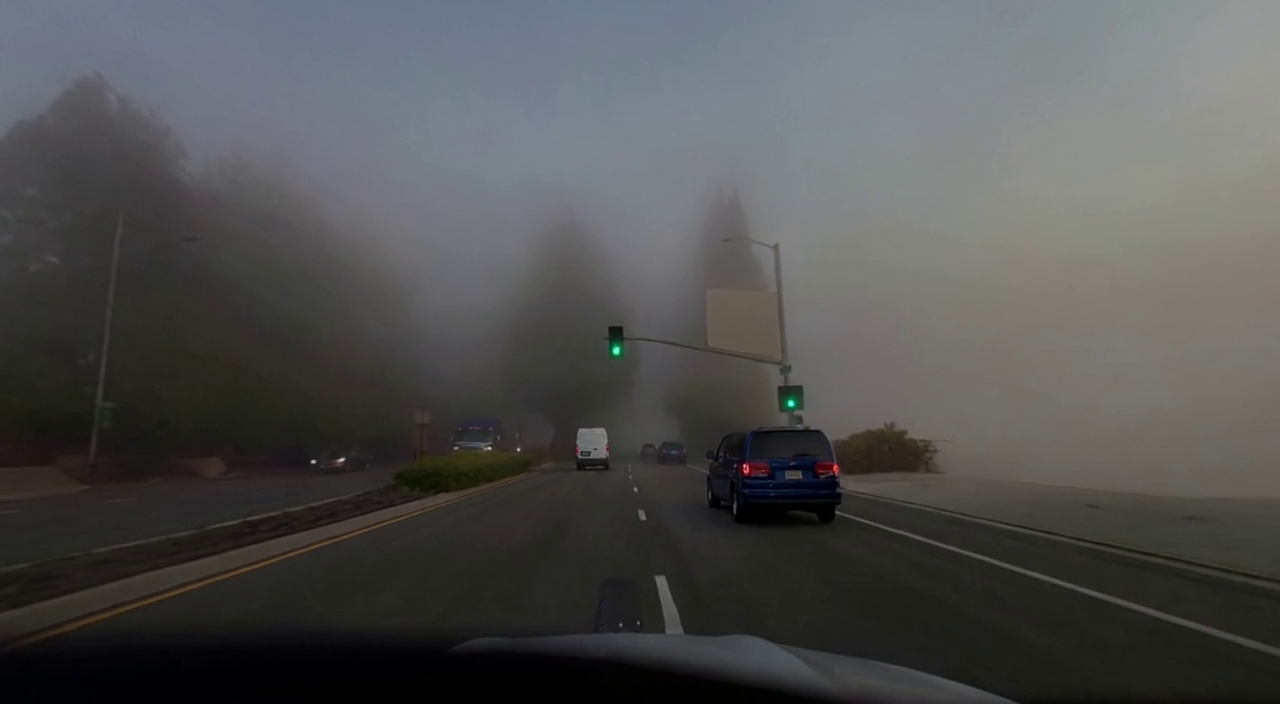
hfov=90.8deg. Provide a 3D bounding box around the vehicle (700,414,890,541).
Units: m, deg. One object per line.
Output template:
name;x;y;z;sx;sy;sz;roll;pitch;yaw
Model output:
vehicle;2.265;1.977;10.538;1.965;1.671;4.146;0;-8;-2

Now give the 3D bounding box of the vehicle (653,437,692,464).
vehicle;2.093;6.574;42.290;2.248;1.692;4.252;0;-8;-2

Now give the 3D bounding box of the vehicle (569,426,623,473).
vehicle;-2.026;4.666;30.424;2.228;2.054;4.309;0;-8;0

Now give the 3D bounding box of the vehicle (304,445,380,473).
vehicle;-16.821;6.030;35.926;2.139;1.493;4.521;0;-8;0
